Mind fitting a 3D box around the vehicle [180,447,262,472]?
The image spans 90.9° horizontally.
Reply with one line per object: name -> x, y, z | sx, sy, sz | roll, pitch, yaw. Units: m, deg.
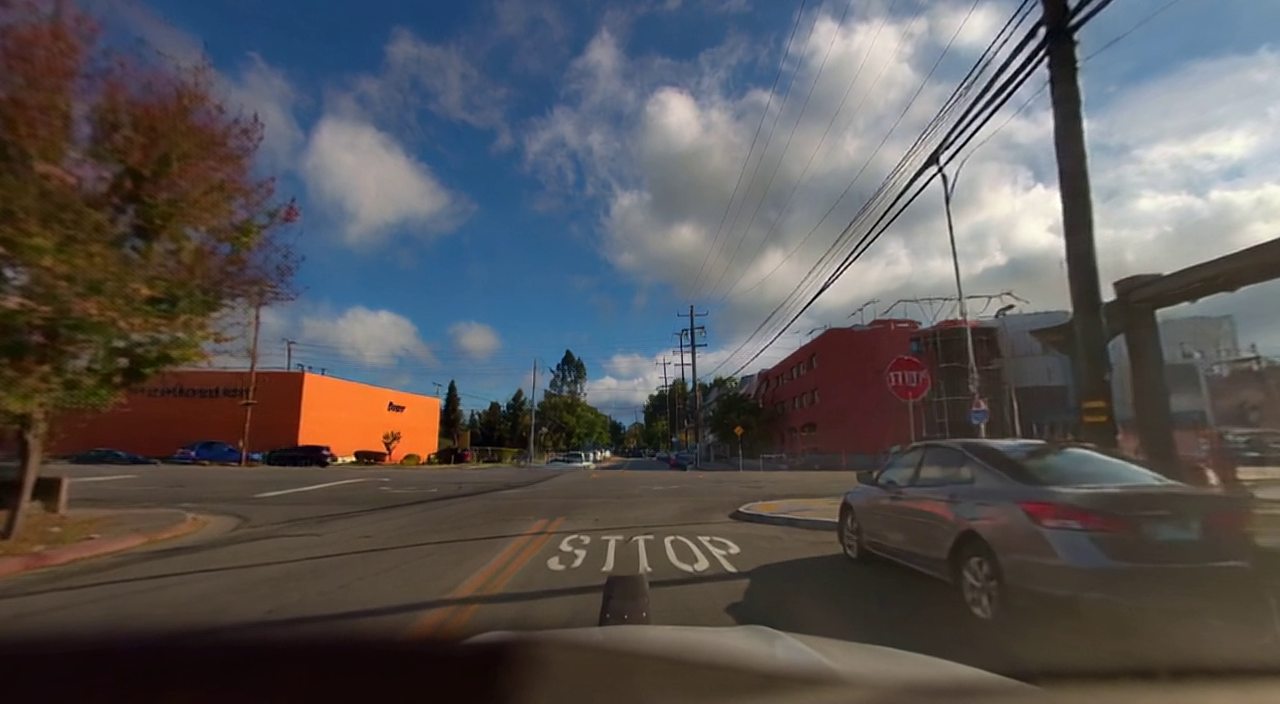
vehicle -> -30.325, 7.784, 45.725 | 4.440, 1.671, 2.036 | 0, -9, -2

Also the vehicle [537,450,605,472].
vehicle -> -5.042, 8.049, 46.717 | 4.869, 1.517, 1.819 | 0, -9, -3

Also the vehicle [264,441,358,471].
vehicle -> -20.542, 6.514, 39.494 | 4.689, 1.803, 1.958 | 0, -8, -2

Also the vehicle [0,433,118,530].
vehicle -> -12.248, 2.164, 10.943 | 4.351, 1.496, 2.029 | 2, -8, -7

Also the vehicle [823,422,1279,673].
vehicle -> 3.623, 1.537, 6.281 | 2.041, 1.495, 4.815 | 0, -8, -1
